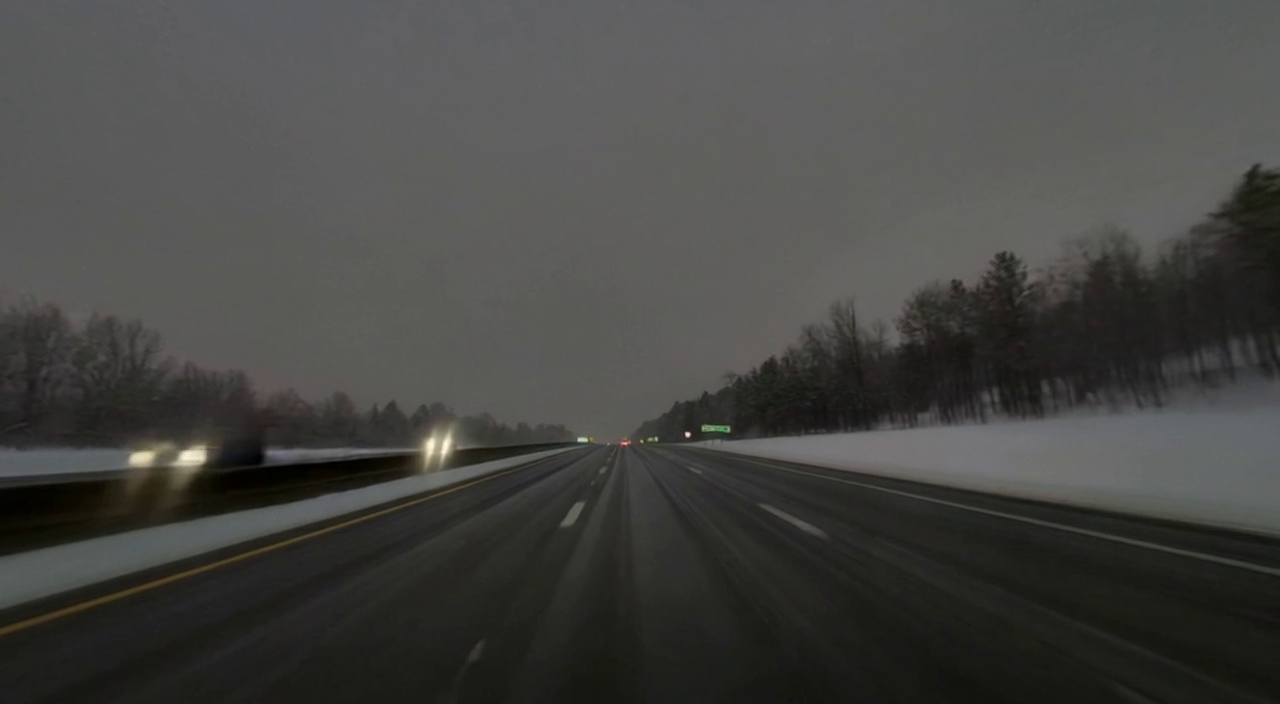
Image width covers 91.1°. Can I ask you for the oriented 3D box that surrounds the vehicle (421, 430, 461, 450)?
[{"bbox_3d":[-15.672,6.979,49.723,1.817,1.483,4.157,0,-8,-1],"label":"vehicle"}]

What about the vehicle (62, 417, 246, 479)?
[{"bbox_3d":[-12.872,2.566,17.045,1.769,1.468,4.065,0,-8,-1],"label":"vehicle"}]
